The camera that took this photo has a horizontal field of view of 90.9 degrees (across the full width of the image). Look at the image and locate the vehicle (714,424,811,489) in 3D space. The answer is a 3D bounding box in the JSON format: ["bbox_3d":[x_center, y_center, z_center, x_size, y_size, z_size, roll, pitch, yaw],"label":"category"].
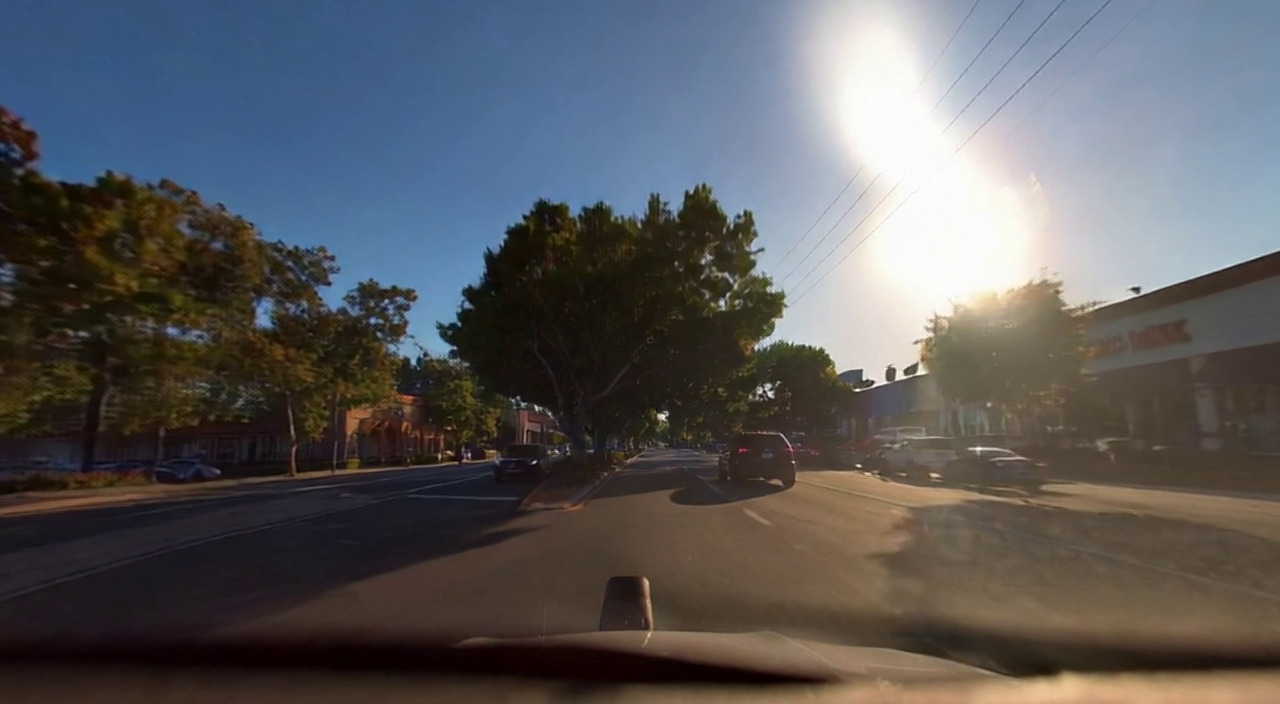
[{"bbox_3d":[3.790,3.350,20.460,2.183,1.845,4.482,0,-8,-1],"label":"vehicle"}]

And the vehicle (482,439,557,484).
[{"bbox_3d":[-4.337,4.003,23.441,2.031,1.478,4.434,0,-8,-1],"label":"vehicle"}]

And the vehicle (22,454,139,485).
[{"bbox_3d":[-29.754,6.260,33.635,4.306,1.459,2.001,-1,-8,0],"label":"vehicle"}]

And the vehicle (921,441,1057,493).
[{"bbox_3d":[10.814,3.575,19.956,1.847,1.445,4.281,0,-8,0],"label":"vehicle"}]

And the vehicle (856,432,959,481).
[{"bbox_3d":[10.730,4.221,25.799,1.989,1.768,4.977,0,-8,0],"label":"vehicle"}]
